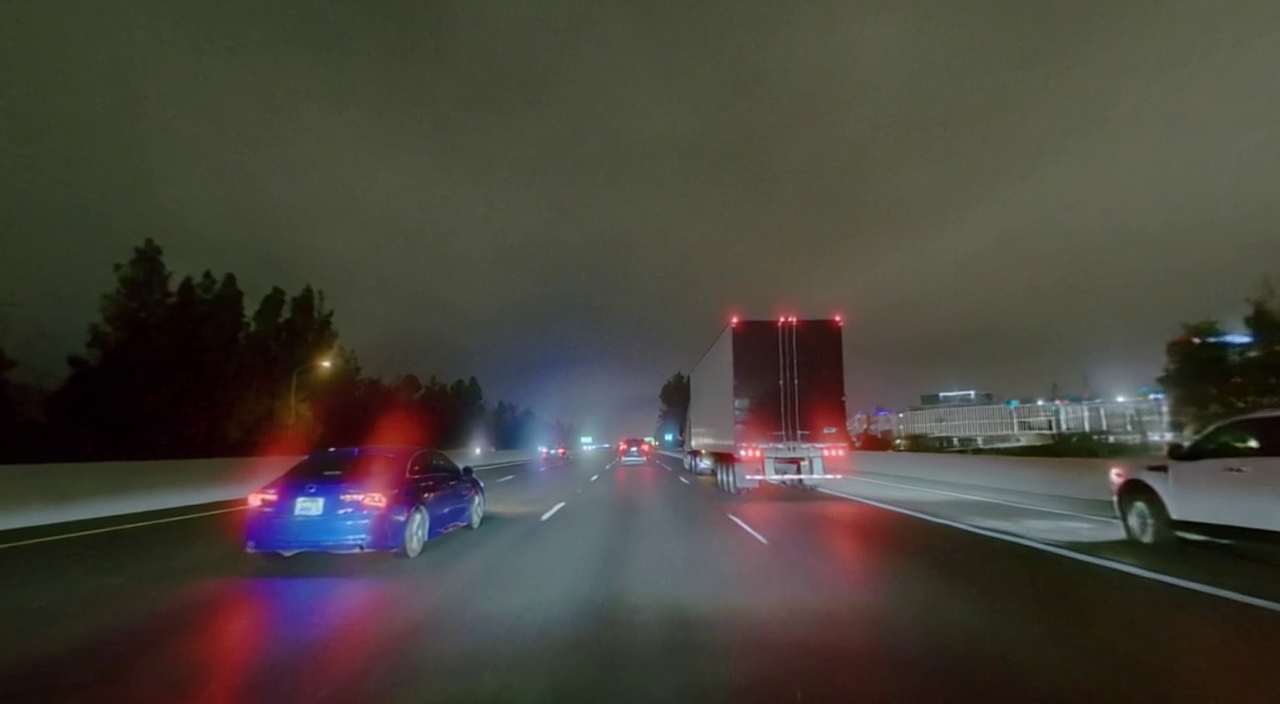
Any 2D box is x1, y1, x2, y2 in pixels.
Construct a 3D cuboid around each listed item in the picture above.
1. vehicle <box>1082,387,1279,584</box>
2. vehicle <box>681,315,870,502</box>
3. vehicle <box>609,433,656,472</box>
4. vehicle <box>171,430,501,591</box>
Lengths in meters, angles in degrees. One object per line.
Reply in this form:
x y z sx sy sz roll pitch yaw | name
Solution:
6.952 1.184 5.552 2.106 1.795 5.489 0 -9 0 | vehicle
3.418 2.344 21.355 2.876 4.086 15.117 0 -9 -1 | vehicle
-0.379 5.039 31.786 2.203 1.805 4.358 0 -9 -1 | vehicle
-3.205 1.764 7.932 1.864 1.406 4.544 0 -9 0 | vehicle
